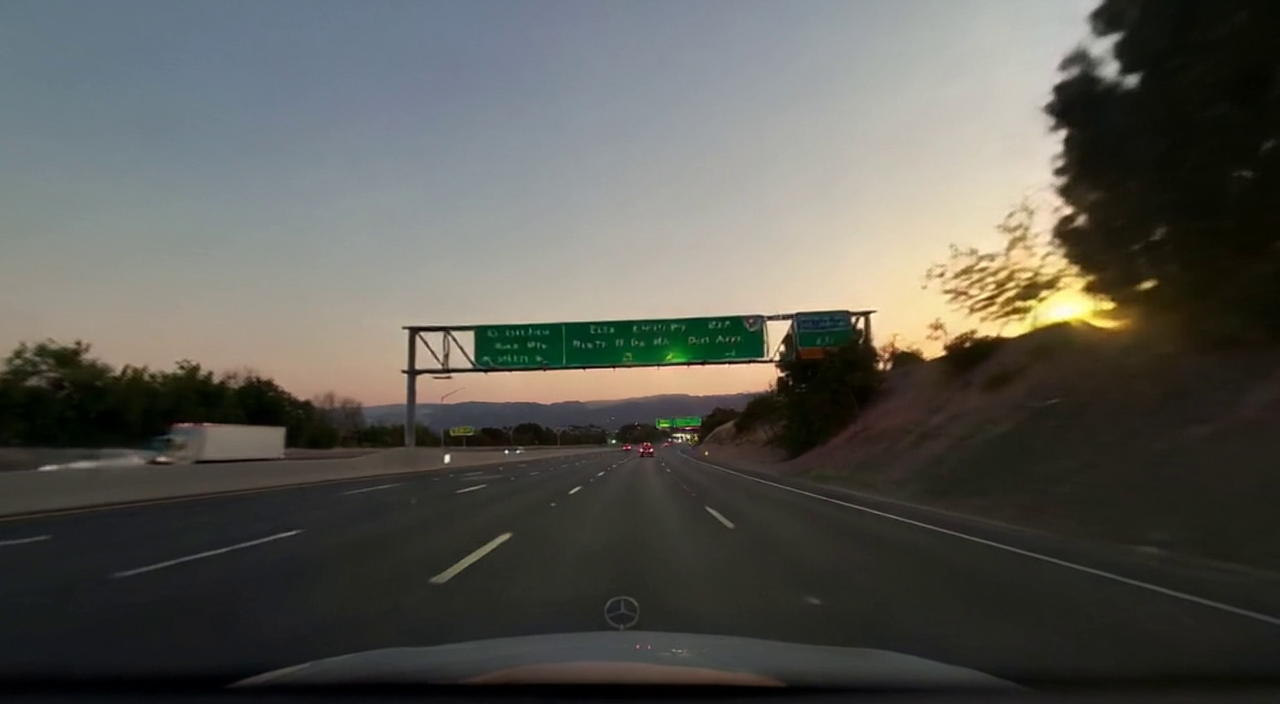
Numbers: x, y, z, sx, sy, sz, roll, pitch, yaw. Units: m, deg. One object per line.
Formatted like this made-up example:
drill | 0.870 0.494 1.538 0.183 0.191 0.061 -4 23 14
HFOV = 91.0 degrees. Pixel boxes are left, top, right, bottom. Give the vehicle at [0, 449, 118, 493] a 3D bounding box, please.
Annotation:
vehicle | -24.399 4.828 25.939 1.946 1.620 4.287 -1 -9 2

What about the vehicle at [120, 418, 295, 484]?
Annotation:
vehicle | -27.784 6.494 41.624 3.007 3.740 11.544 0 -9 2
